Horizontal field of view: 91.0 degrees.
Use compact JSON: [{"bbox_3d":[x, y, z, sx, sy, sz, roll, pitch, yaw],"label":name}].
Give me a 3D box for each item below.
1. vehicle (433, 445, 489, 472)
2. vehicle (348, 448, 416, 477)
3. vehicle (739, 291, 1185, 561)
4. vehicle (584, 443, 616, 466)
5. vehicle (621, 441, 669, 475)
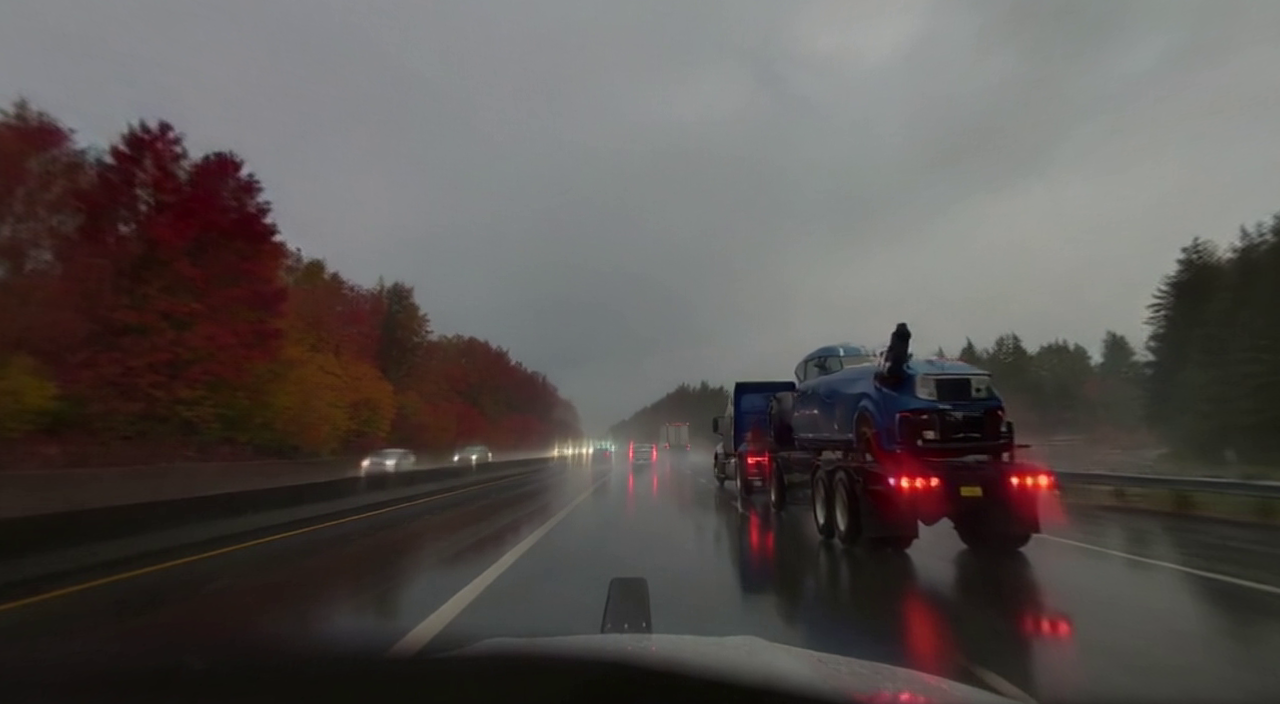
[{"bbox_3d":[-10.364,6.183,36.736,1.955,1.488,4.226,0,-8,1],"label":"vehicle"},{"bbox_3d":[-14.317,6.129,35.146,1.844,1.493,4.292,0,-8,2],"label":"vehicle"},{"bbox_3d":[4.863,1.806,14.137,3.150,3.257,13.098,0,-8,0],"label":"vehicle"},{"bbox_3d":[-2.761,7.181,44.240,1.928,1.464,3.706,0,-8,1],"label":"vehicle"},{"bbox_3d":[0.268,5.074,30.320,2.152,1.484,4.211,0,-8,1],"label":"vehicle"}]
